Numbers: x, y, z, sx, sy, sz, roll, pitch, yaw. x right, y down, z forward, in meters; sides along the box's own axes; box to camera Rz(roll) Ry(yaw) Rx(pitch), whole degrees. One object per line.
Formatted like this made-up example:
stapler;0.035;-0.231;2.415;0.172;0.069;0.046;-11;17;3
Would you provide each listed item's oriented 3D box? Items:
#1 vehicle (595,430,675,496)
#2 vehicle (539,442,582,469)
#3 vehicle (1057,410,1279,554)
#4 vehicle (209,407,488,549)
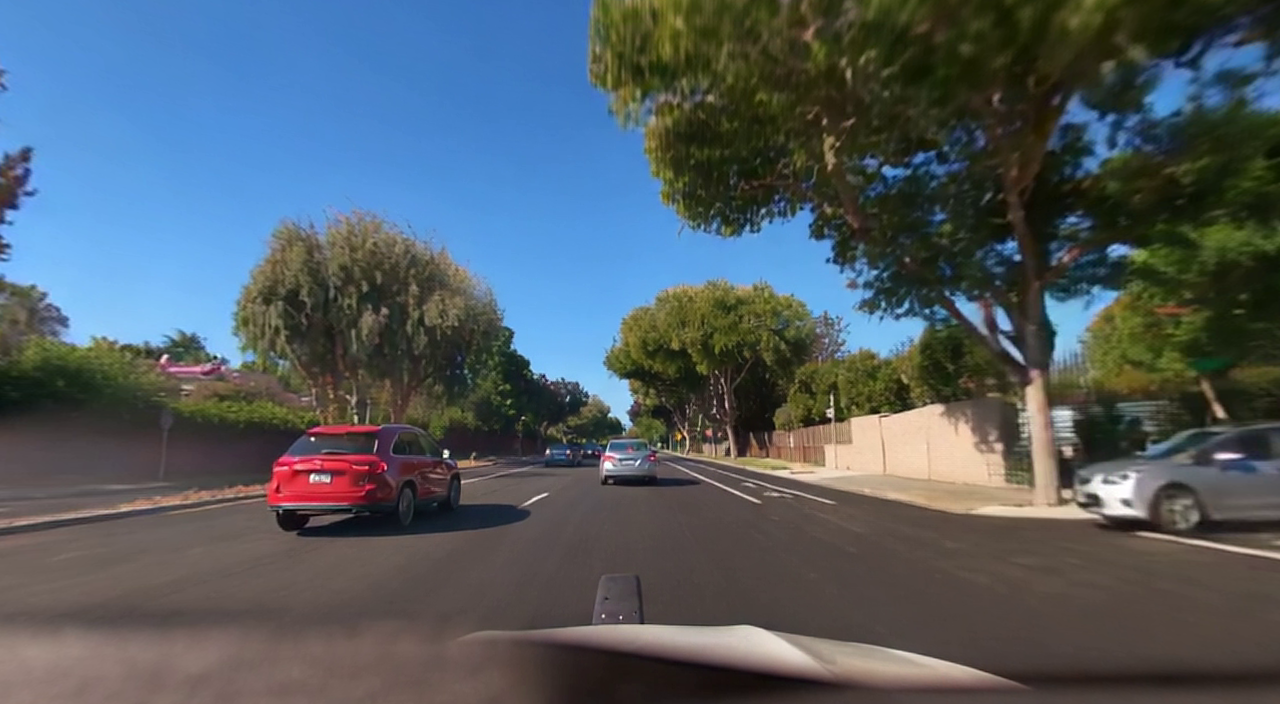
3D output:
vehicle;-0.179;3.300;19.164;2.131;1.761;4.242;0;-8;-1
vehicle;-4.681;6.173;37.833;2.014;1.493;4.658;0;-8;-1
vehicle;8.781;1.734;8.783;4.497;1.743;1.983;0;-8;0
vehicle;-4.135;1.888;10.109;2.243;1.722;4.621;0;-8;0
